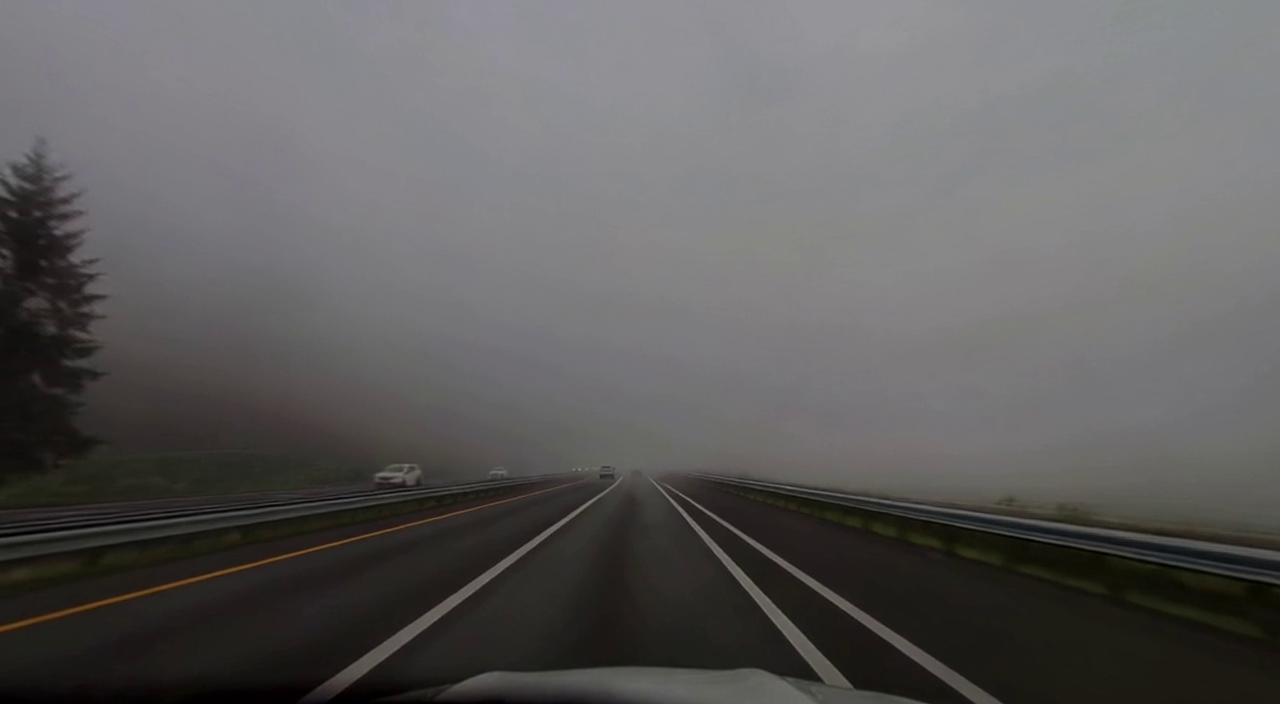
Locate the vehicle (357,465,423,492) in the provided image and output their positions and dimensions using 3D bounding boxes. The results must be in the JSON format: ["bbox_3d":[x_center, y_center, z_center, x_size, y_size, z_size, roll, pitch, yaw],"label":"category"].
[{"bbox_3d":[-14.649,7.461,37.250,1.945,1.454,4.343,0,-11,2],"label":"vehicle"}]
